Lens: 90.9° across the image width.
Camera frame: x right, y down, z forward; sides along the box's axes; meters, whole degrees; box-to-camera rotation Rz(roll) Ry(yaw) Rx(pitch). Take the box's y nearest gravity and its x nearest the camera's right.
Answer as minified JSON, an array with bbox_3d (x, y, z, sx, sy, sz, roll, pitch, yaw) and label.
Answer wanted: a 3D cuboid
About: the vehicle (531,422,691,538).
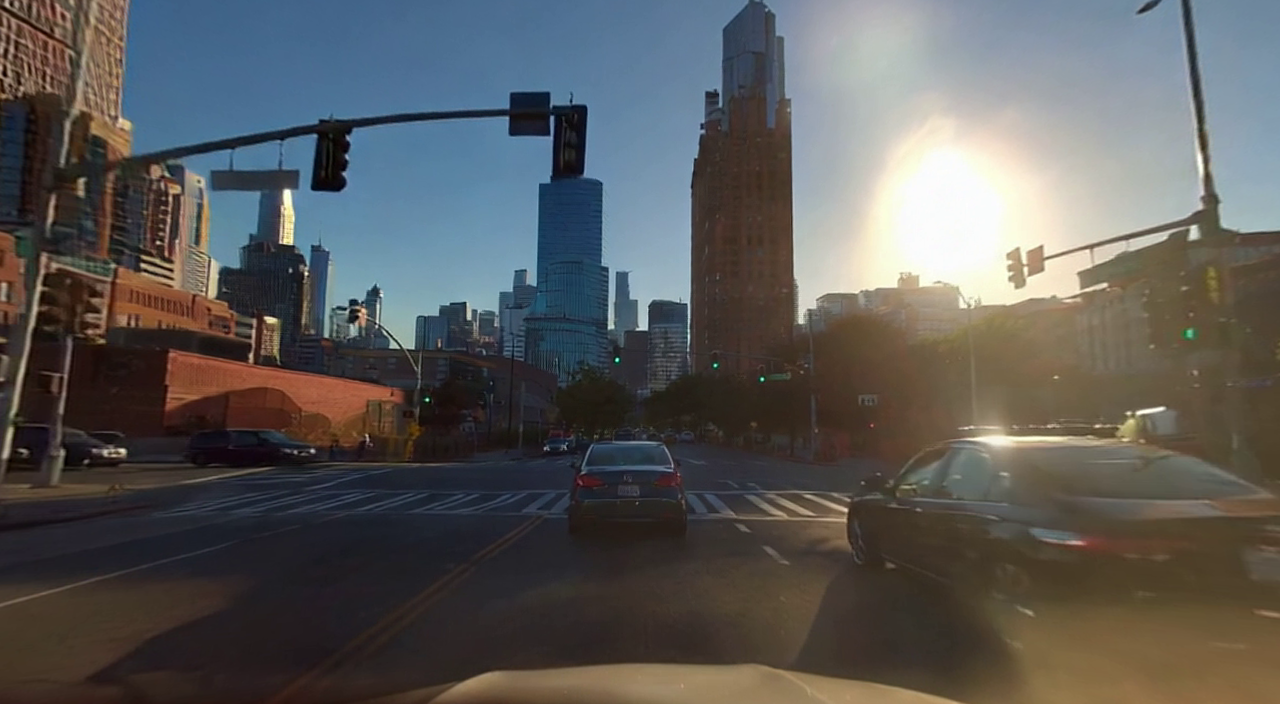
[{"bbox_3d":[-0.432,1.896,9.974,2.031,1.461,3.763,0,-8,-2],"label":"vehicle"}]

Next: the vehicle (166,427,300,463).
[{"bbox_3d":[-17.552,4.022,27.348,4.511,1.483,1.877,0,-8,1],"label":"vehicle"}]

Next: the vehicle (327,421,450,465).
[{"bbox_3d":[-10.439,3.789,26.239,4.556,1.689,1.982,-3,-9,21],"label":"vehicle"}]

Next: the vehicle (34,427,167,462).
[{"bbox_3d":[-23.726,4.075,27.827,4.243,1.454,1.789,0,-8,1],"label":"vehicle"}]

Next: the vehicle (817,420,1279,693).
[{"bbox_3d":[3.232,1.411,5.669,1.942,1.443,4.468,0,-8,-1],"label":"vehicle"}]
